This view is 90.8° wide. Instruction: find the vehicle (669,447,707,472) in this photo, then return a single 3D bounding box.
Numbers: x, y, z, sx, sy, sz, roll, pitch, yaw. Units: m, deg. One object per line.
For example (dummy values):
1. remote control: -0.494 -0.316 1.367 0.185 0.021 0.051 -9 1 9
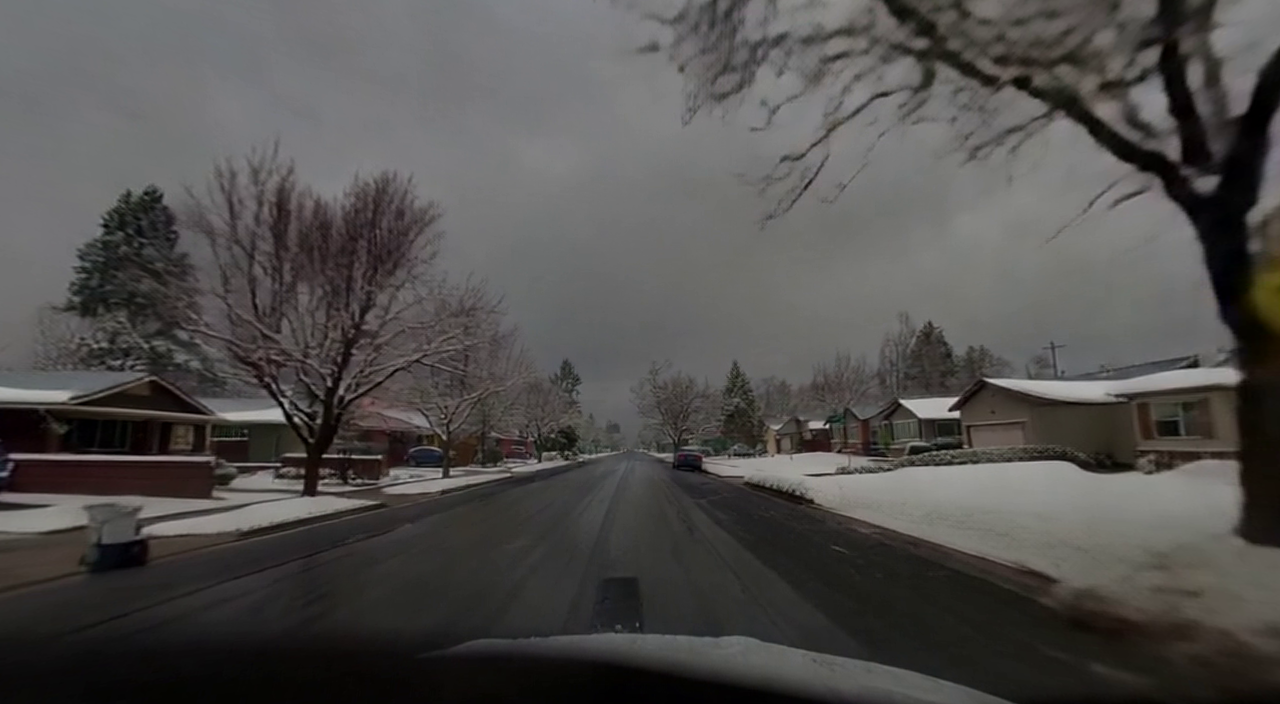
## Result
1. vehicle: 3.291 7.457 44.083 2.136 1.596 4.790 0 -9 -2
